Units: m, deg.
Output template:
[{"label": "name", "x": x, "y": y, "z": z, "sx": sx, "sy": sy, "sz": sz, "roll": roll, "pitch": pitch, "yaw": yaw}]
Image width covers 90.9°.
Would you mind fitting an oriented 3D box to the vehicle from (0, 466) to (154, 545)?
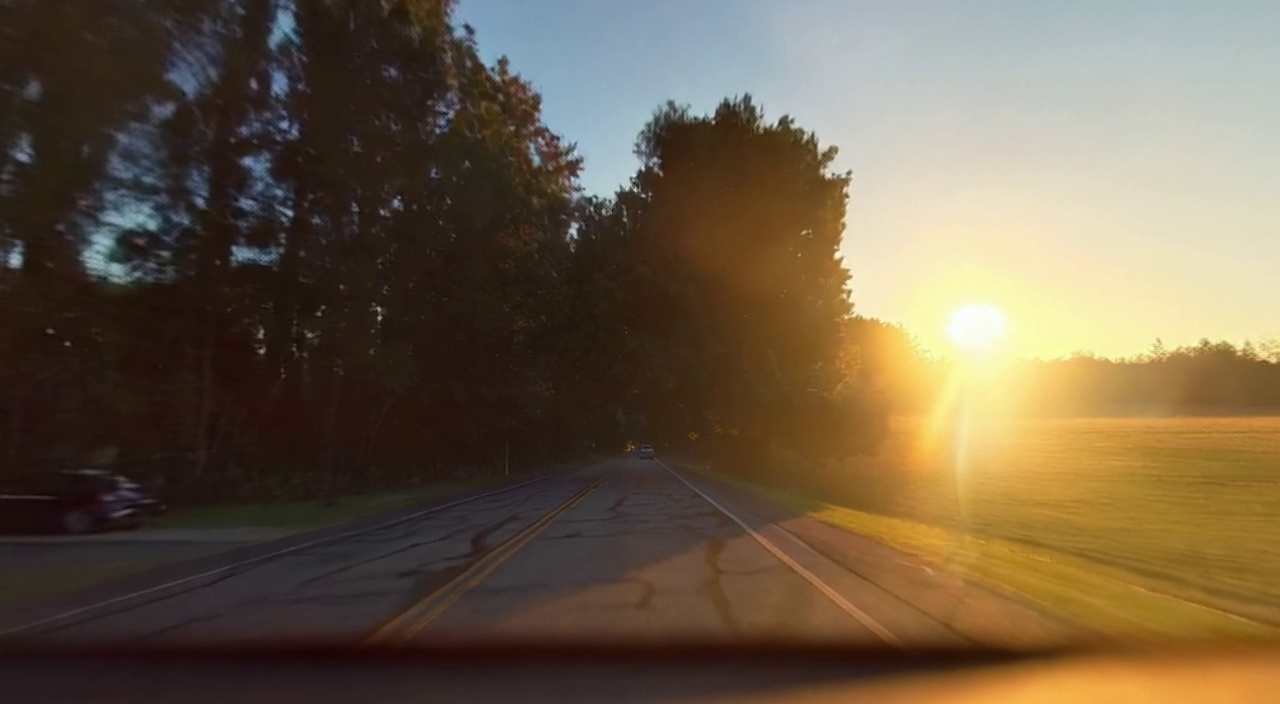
[{"label": "vehicle", "x": -12.862, "y": 3.080, "z": 12.878, "sx": 4.266, "sy": 1.425, "sz": 1.759, "roll": 0, "pitch": -9, "yaw": -3}]
